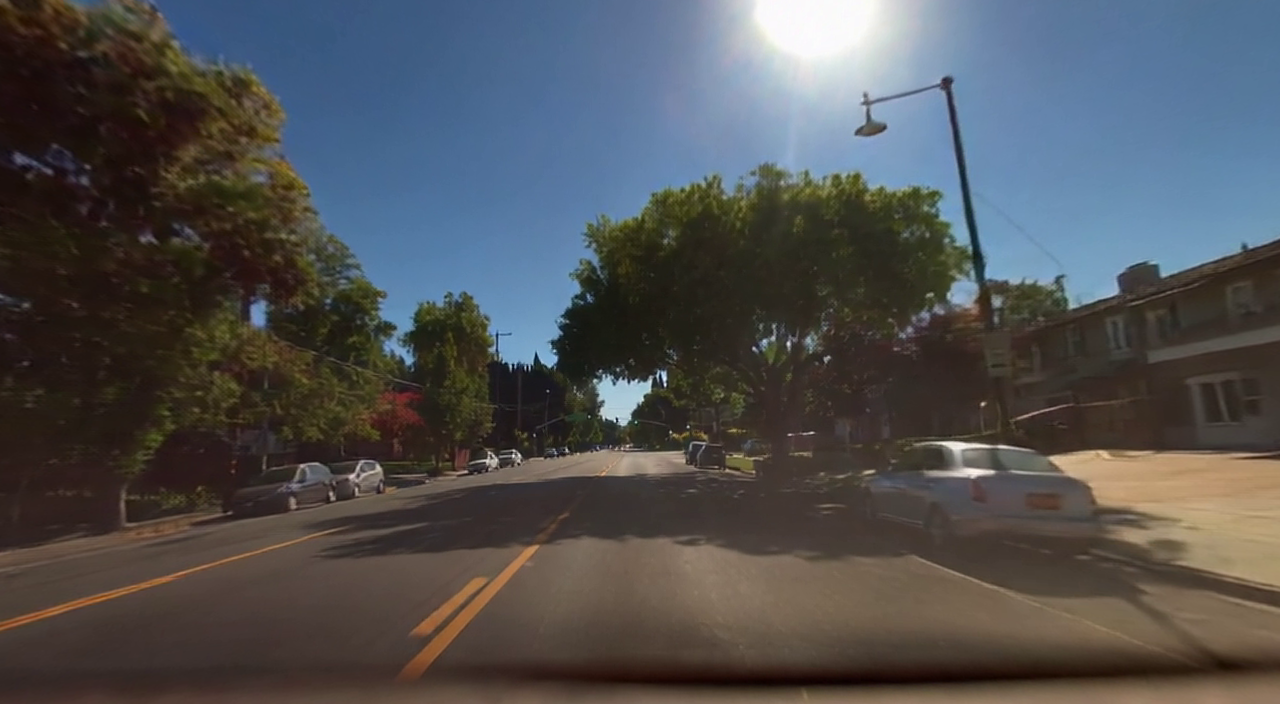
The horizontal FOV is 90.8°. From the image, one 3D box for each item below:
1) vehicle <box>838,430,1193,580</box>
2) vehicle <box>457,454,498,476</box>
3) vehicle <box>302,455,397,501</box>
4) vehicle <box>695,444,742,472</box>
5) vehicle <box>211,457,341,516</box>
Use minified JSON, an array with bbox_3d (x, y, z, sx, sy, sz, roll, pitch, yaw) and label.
[{"bbox_3d":[4.519,1.904,8.745,1.887,1.480,4.731,1,-9,-2],"label":"vehicle"},{"bbox_3d":[-11.855,8.262,46.295,1.867,1.471,4.139,0,-9,0],"label":"vehicle"},{"bbox_3d":[-11.724,5.089,25.847,2.008,1.643,4.130,0,-9,-2],"label":"vehicle"},{"bbox_3d":[4.379,6.015,36.098,2.010,1.461,4.247,1,-9,-2],"label":"vehicle"},{"bbox_3d":[-11.567,4.268,20.474,1.845,1.626,4.105,0,-9,-2],"label":"vehicle"}]
